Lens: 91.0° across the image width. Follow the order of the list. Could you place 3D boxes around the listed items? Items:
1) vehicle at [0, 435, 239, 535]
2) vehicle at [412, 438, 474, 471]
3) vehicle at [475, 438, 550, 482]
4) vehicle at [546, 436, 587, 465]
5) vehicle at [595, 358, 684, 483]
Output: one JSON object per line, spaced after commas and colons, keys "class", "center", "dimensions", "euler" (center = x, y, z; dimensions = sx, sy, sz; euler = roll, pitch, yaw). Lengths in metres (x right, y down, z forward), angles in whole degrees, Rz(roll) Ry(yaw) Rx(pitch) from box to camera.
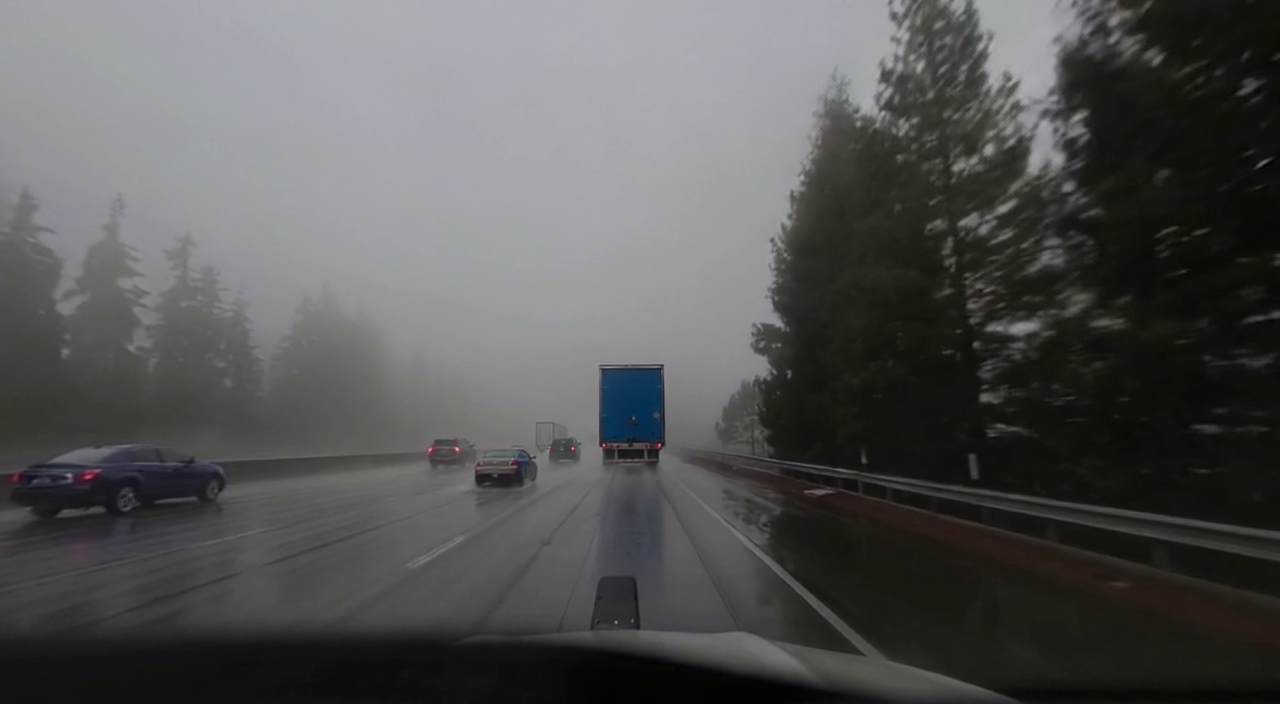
{"class": "vehicle", "center": [-10.055, 2.372, 11.988], "dimensions": [1.899, 1.517, 4.554], "euler": [0, -8, -1]}
{"class": "vehicle", "center": [-10.301, 5.389, 33.232], "dimensions": [1.952, 1.590, 4.090], "euler": [0, -8, 1]}
{"class": "vehicle", "center": [-4.871, 4.180, 24.689], "dimensions": [2.164, 1.582, 3.979], "euler": [0, -8, -1]}
{"class": "vehicle", "center": [-4.605, 6.255, 40.102], "dimensions": [2.158, 1.680, 4.087], "euler": [0, -8, 0]}
{"class": "vehicle", "center": [-0.225, 3.008, 26.262], "dimensions": [2.913, 4.113, 10.724], "euler": [0, -8, -2]}
